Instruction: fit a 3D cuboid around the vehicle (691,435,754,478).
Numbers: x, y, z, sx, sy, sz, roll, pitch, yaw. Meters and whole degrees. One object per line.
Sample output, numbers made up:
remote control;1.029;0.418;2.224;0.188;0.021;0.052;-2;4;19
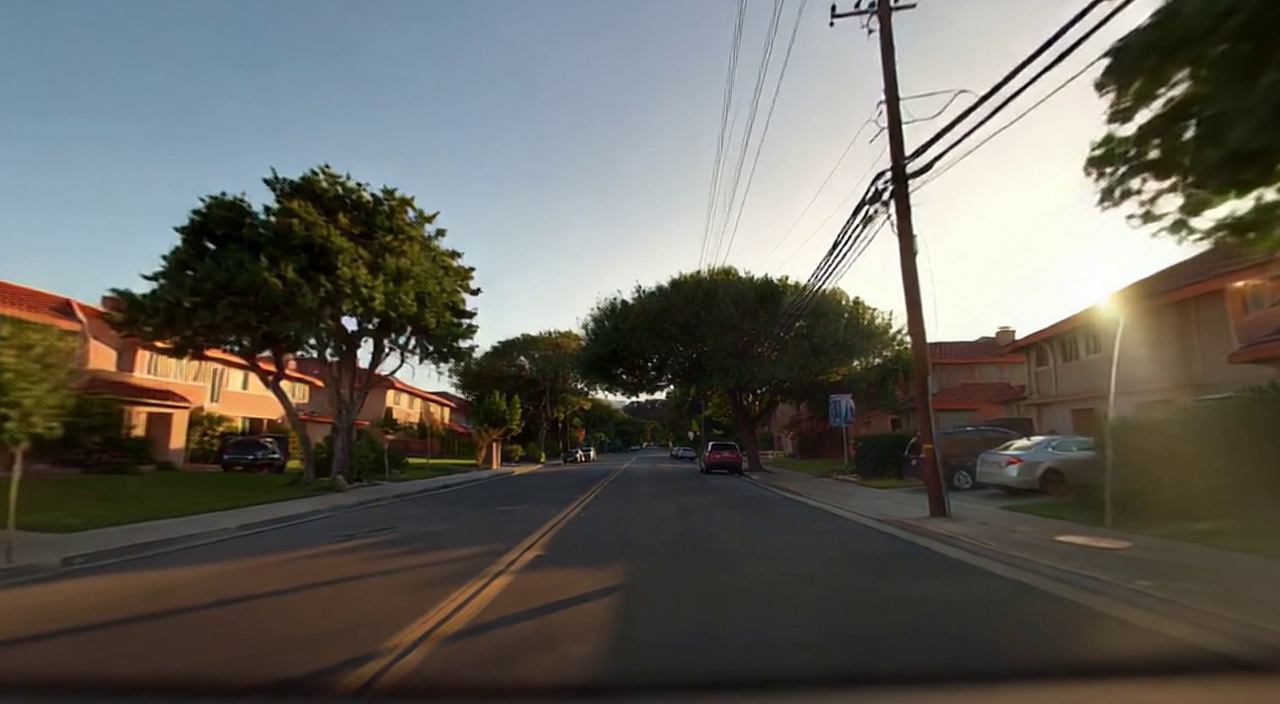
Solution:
vehicle;3.889;5.048;30.814;2.114;1.858;5.144;0;-8;-3

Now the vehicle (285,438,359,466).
vehicle;-21.181;6.694;42.413;2.139;1.746;5.099;-1;-9;3

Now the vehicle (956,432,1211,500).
vehicle;10.546;2.730;15.333;4.625;1.501;2.011;0;-8;1

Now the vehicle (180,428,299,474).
vehicle;-17.608;4.386;28.166;2.034;1.829;5.161;0;-9;-1
